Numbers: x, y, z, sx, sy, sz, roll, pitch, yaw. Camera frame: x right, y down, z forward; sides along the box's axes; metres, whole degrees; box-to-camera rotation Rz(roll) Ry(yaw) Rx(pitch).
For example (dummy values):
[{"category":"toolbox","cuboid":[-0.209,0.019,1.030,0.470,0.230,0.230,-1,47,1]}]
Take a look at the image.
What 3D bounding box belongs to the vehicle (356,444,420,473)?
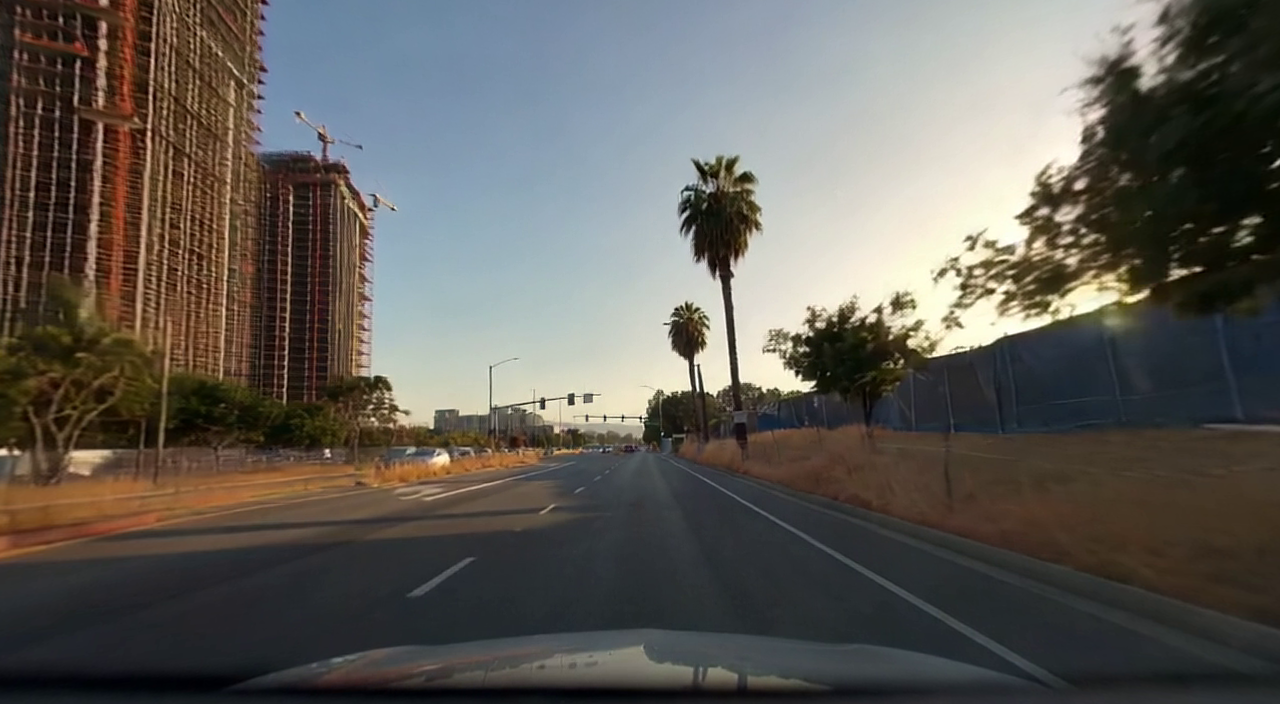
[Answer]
[{"category":"vehicle","cuboid":[-15.853,6.730,39.918,2.117,1.706,4.847,0,-9,-1]}]
